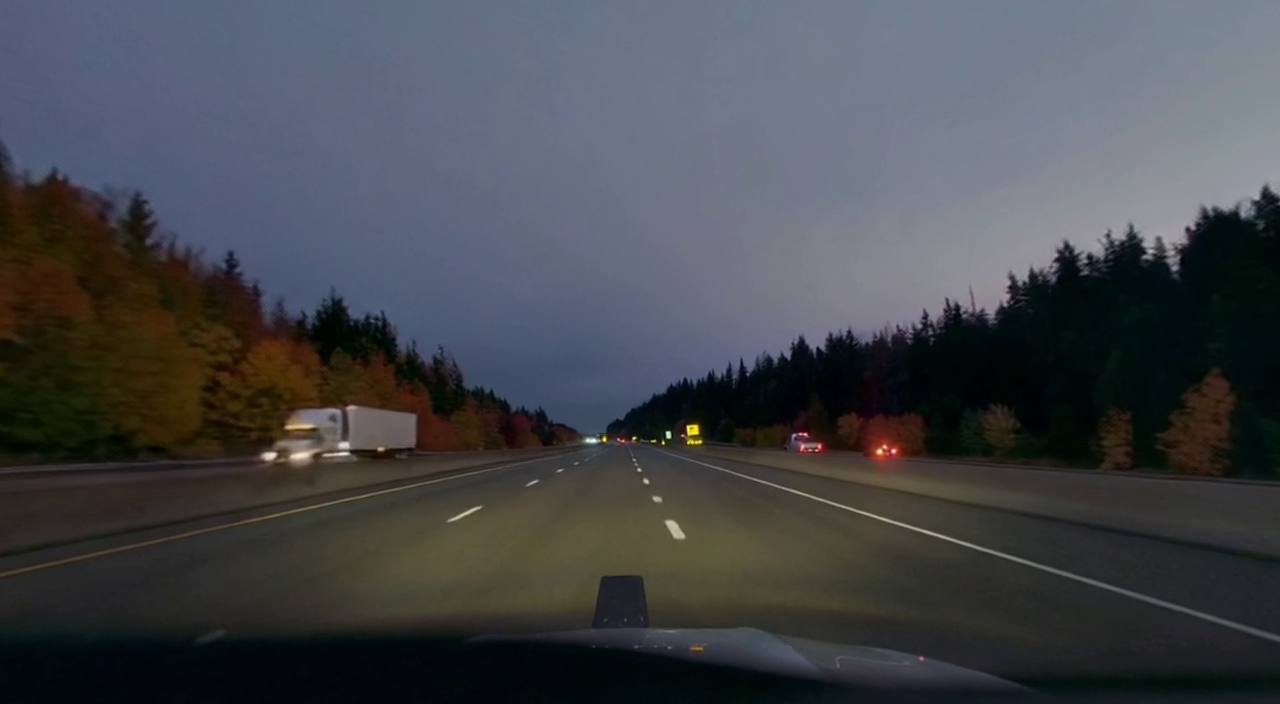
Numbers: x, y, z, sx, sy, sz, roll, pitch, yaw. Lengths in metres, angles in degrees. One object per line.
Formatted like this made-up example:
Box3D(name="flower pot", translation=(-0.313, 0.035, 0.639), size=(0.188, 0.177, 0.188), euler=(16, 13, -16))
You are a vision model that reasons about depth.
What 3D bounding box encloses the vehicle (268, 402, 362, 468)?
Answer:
Box3D(name="vehicle", translation=(-21.731, 5.649, 42.534), size=(2.973, 4.092, 6.174), euler=(0, -8, -1))
